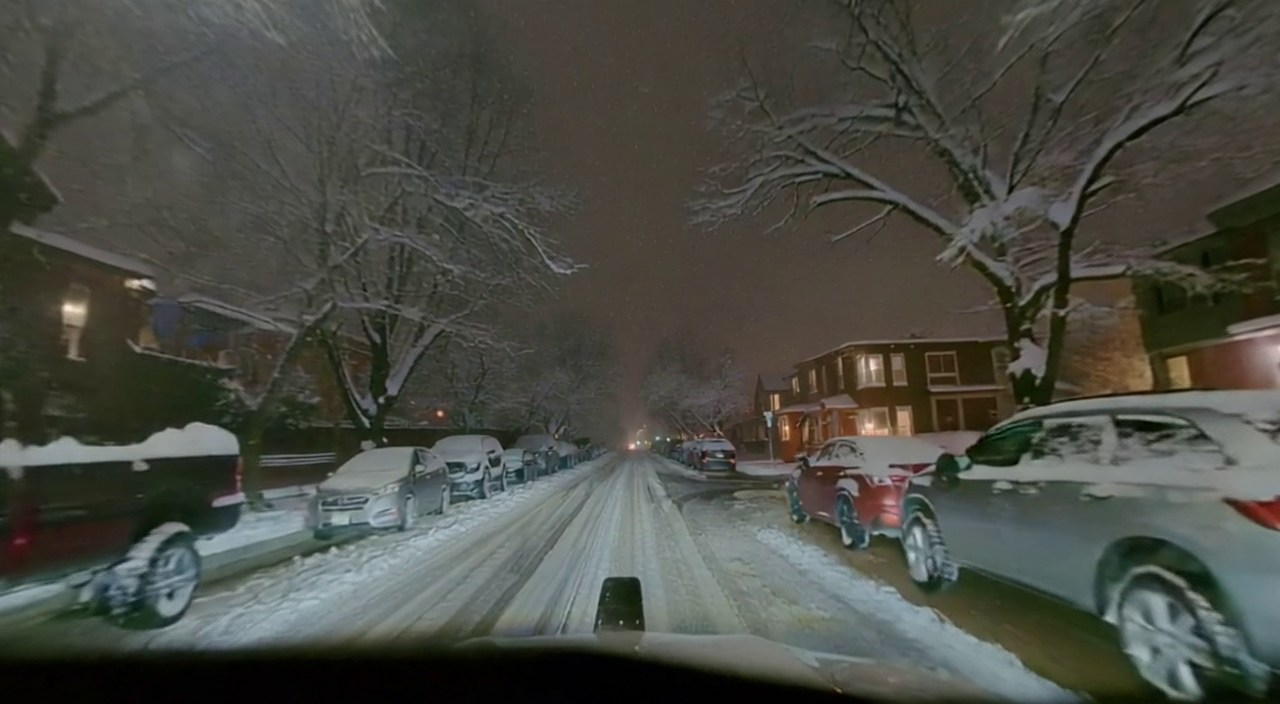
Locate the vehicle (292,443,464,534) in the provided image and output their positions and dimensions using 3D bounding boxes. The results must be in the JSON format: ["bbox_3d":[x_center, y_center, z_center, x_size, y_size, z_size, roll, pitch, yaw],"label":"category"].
[{"bbox_3d":[-4.981,2.600,12.793,1.901,1.486,4.422,1,-9,-5],"label":"vehicle"}]

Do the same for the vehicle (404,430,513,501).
[{"bbox_3d":[-5.287,3.353,19.165,2.042,1.850,4.758,0,-8,-2],"label":"vehicle"}]

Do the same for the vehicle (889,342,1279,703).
[{"bbox_3d":[3.774,1.100,4.308,2.121,1.778,4.916,0,-9,0],"label":"vehicle"}]

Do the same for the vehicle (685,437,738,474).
[{"bbox_3d":[3.505,5.179,31.915,1.994,1.710,4.699,0,-9,-1],"label":"vehicle"}]

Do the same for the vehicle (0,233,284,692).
[{"bbox_3d":[-4.936,0.609,3.428,2.330,2.676,6.346,0,-8,-1],"label":"vehicle"}]
